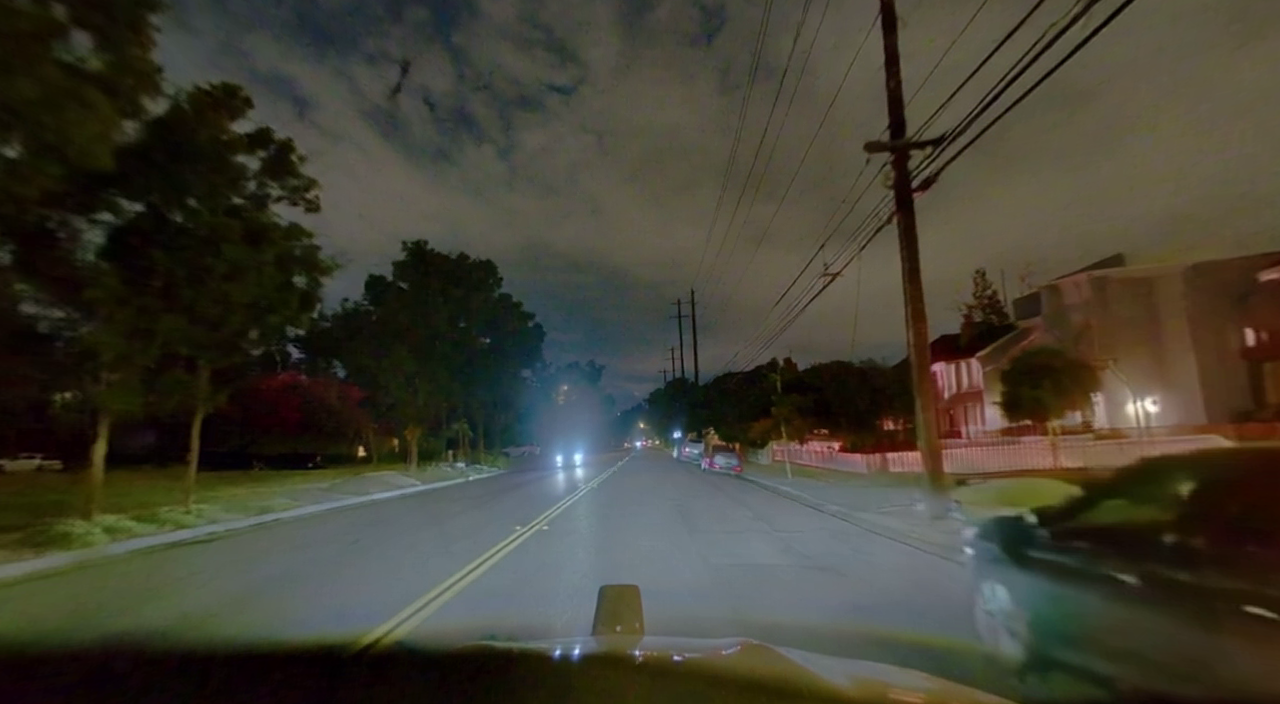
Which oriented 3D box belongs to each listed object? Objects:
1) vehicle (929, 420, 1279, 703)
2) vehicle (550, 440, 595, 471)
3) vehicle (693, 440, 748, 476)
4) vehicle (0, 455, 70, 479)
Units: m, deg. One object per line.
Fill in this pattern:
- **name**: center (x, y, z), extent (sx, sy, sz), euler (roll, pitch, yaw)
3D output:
- **vehicle**: center (3.192, 0.982, 2.377), extent (1.990, 1.435, 4.526), euler (0, -8, -1)
- **vehicle**: center (-3.543, 5.468, 33.609), extent (1.839, 1.520, 3.656), euler (-1, -8, 2)
- **vehicle**: center (3.644, 4.872, 29.319), extent (1.915, 1.491, 4.642), euler (0, -8, 0)
- **vehicle**: center (-41.082, 7.670, 42.185), extent (4.019, 1.503, 1.979), euler (0, -8, 0)
